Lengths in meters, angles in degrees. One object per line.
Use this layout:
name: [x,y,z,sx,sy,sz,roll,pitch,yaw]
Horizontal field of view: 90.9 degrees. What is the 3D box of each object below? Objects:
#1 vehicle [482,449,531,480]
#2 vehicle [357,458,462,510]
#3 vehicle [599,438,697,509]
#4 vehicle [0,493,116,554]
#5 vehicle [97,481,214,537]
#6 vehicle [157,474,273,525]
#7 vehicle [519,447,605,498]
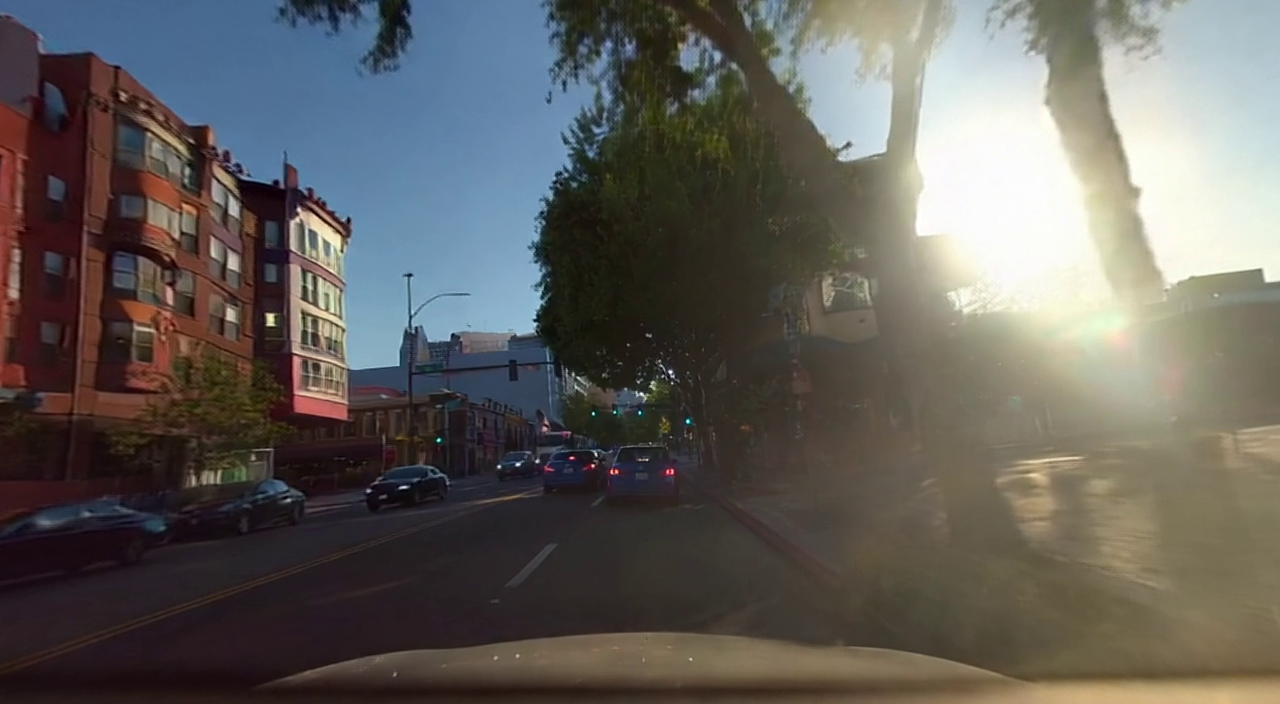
vehicle: [-8.580,7.275,40.963,2.067,1.820,4.509,-1,-8,2]
vehicle: [-8.488,4.882,23.705,2.118,1.473,4.642,-5,-9,1]
vehicle: [0.191,2.898,15.515,2.094,1.478,3.922,0,-8,1]
vehicle: [-17.913,4.788,17.646,4.500,1.429,1.911,2,-9,-12]
vehicle: [-17.372,5.512,22.527,4.584,1.504,2.124,-7,-10,38]
vehicle: [-17.023,5.894,25.258,4.266,1.486,1.907,-13,-15,25]
vehicle: [-2.372,3.808,20.444,2.099,1.424,4.843,0,-8,1]
